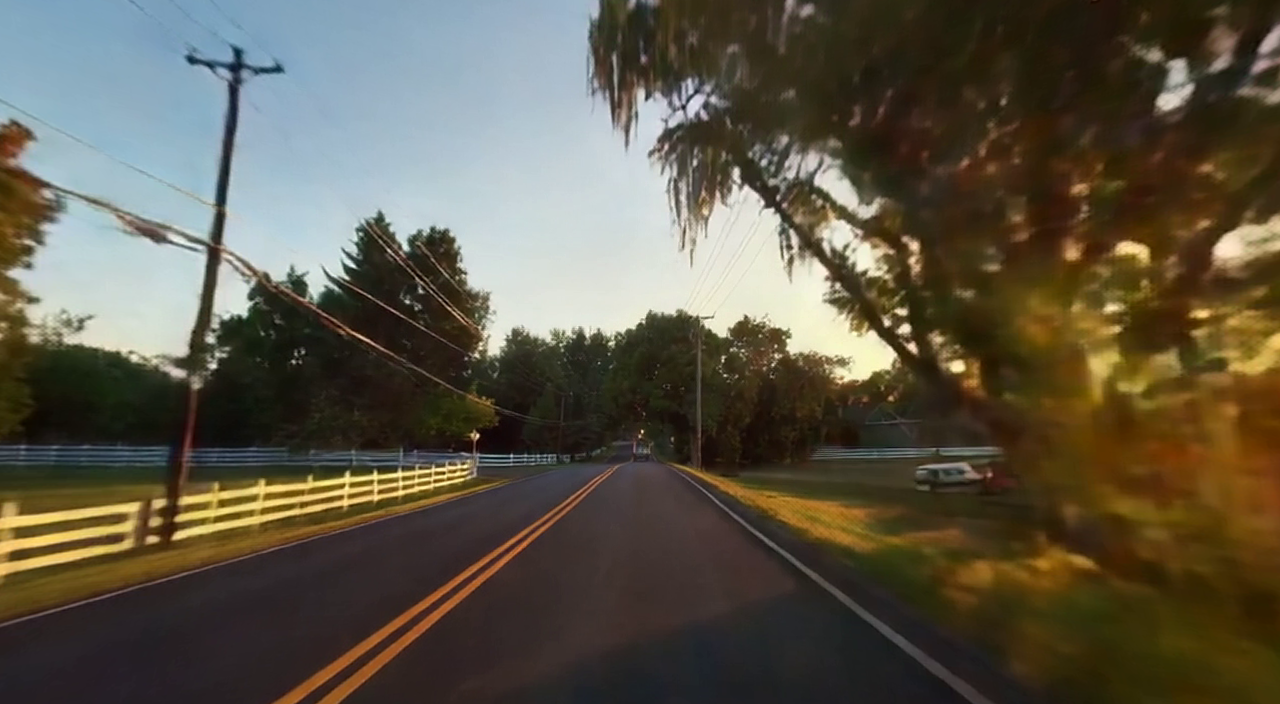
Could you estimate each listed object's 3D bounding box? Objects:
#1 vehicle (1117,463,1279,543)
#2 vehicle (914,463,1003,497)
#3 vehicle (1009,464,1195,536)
[{"bbox_3d":[18.189,4.465,19.177,2.328,1.955,5.699,-2,-9,-8],"label":"vehicle"},{"bbox_3d":[16.070,6.466,32.092,2.001,1.450,4.481,0,-8,-2],"label":"vehicle"},{"bbox_3d":[14.287,4.563,20.044,2.009,1.781,5.311,0,-8,2],"label":"vehicle"}]
